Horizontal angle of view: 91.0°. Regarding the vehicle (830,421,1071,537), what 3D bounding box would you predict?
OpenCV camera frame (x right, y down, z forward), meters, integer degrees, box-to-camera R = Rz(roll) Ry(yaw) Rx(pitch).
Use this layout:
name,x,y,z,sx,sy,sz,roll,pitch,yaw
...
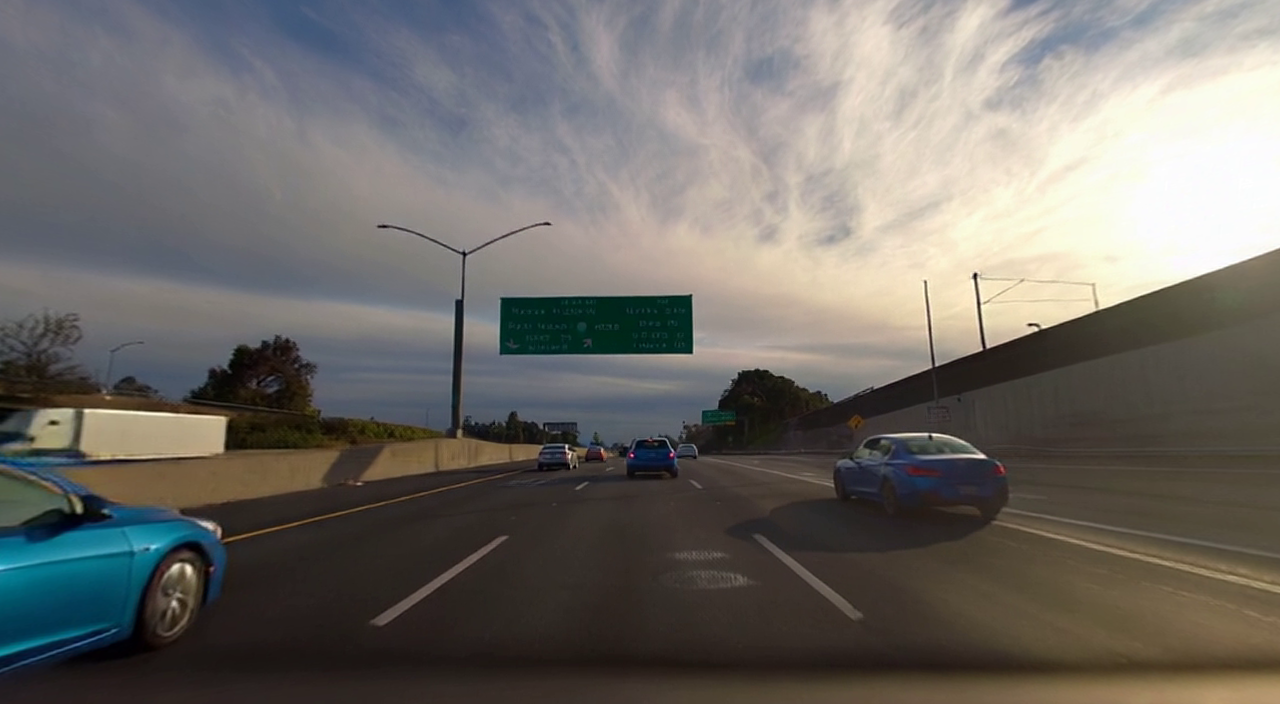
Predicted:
name,x,y,z,sx,sy,sz,roll,pitch,yaw
vehicle,5.168,2.165,11.369,2.055,1.656,4.370,0,-8,-1

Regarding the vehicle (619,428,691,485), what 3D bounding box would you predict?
name,x,y,z,sx,sy,sz,roll,pitch,yaw
vehicle,0.440,3.540,21.543,2.202,1.748,4.158,0,-8,-1

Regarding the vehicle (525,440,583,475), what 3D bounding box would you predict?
name,x,y,z,sx,sy,sz,roll,pitch,yaw
vehicle,-3.891,4.852,29.243,2.031,1.491,4.145,0,-8,1

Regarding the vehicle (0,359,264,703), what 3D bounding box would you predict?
name,x,y,z,sx,sy,sz,roll,pitch,yaw
vehicle,-3.933,0.804,2.439,2.160,1.639,4.431,0,-8,0
